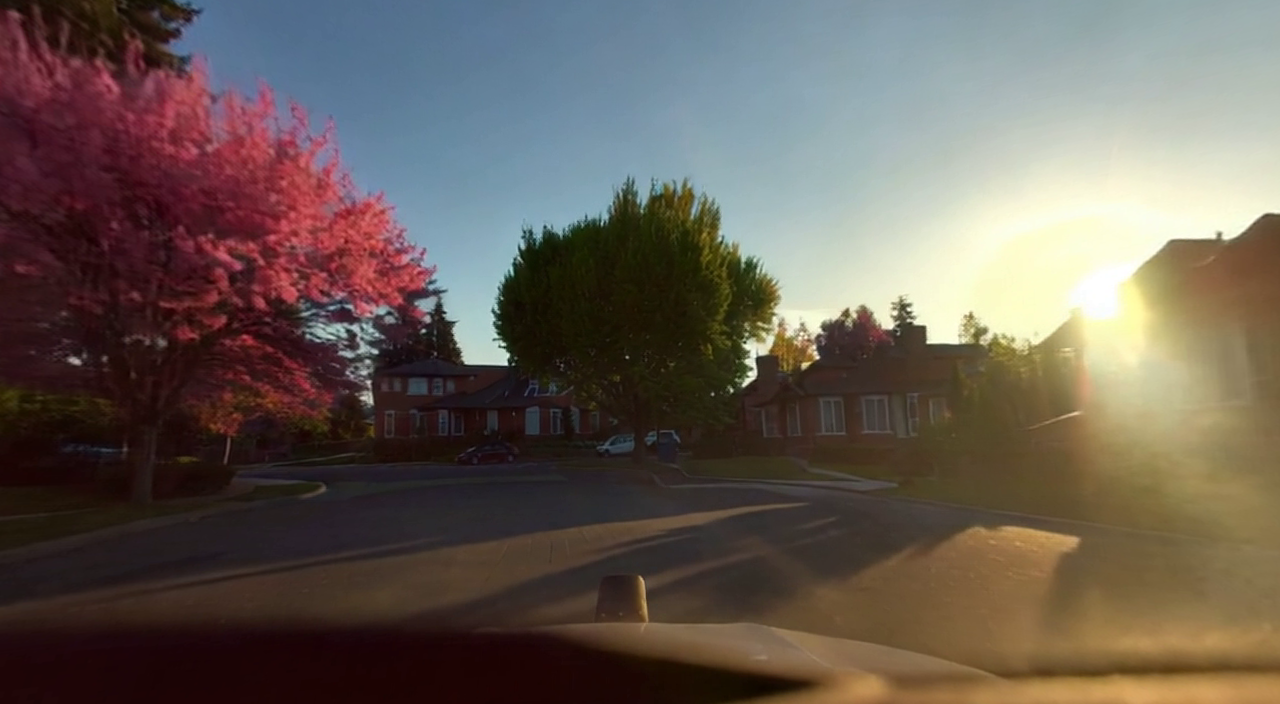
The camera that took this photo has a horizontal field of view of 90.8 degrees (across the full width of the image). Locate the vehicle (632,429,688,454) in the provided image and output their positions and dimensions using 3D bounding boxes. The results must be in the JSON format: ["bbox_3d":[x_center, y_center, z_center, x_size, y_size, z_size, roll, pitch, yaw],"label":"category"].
[{"bbox_3d":[1.554,6.738,47.645,2.152,1.773,4.495,-6,-10,33],"label":"vehicle"}]

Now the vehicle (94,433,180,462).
[{"bbox_3d":[-32.479,6.158,40.823,4.237,1.728,2.203,-2,-9,18],"label":"vehicle"}]

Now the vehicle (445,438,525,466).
[{"bbox_3d":[-10.497,6.808,43.091,4.815,1.827,2.147,0,-9,1],"label":"vehicle"}]

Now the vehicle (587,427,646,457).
[{"bbox_3d":[-1.705,6.734,47.522,2.310,1.701,4.280,-3,-2,33],"label":"vehicle"}]
